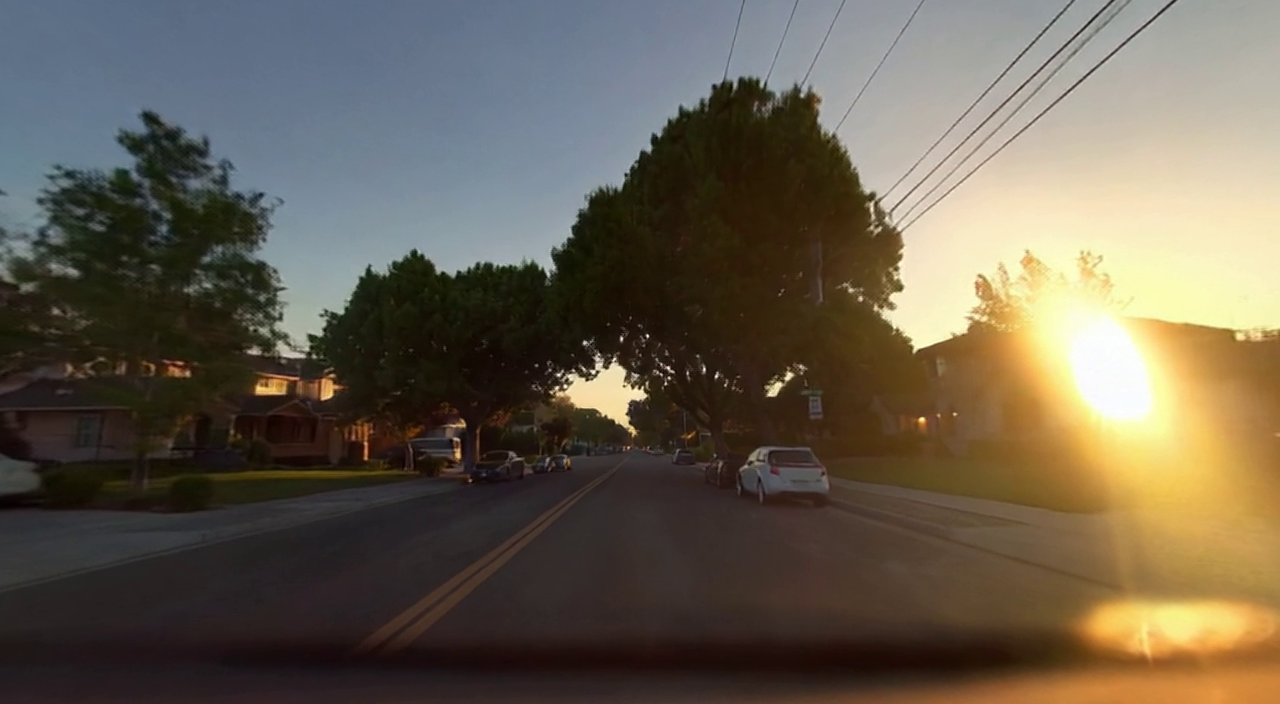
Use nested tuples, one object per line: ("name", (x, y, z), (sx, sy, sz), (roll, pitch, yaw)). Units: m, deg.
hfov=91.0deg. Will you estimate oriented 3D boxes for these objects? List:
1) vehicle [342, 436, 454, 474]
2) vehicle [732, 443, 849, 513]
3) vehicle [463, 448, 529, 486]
("vehicle", (-14.273, 6.119, 37.443), (5.681, 2.094, 2.344), (0, -9, 0))
("vehicle", (3.758, 3.232, 16.630), (1.917, 1.569, 4.460), (0, -9, -1))
("vehicle", (-6.470, 5.206, 28.823), (1.985, 1.497, 4.655), (-2, -8, -1))
